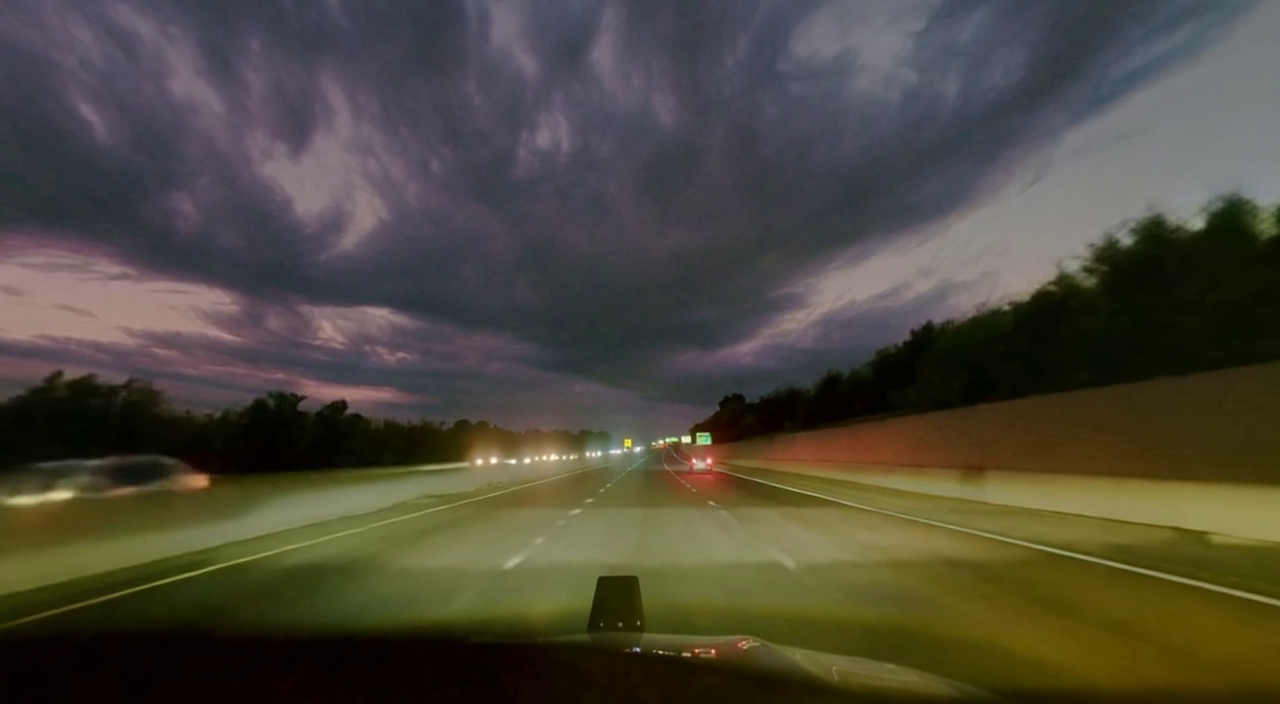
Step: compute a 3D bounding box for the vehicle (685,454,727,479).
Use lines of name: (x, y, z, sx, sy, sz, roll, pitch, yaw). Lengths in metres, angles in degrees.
vehicle: (3.860, 6.799, 37.569, 2.065, 1.400, 4.028, 0, -9, 0)
